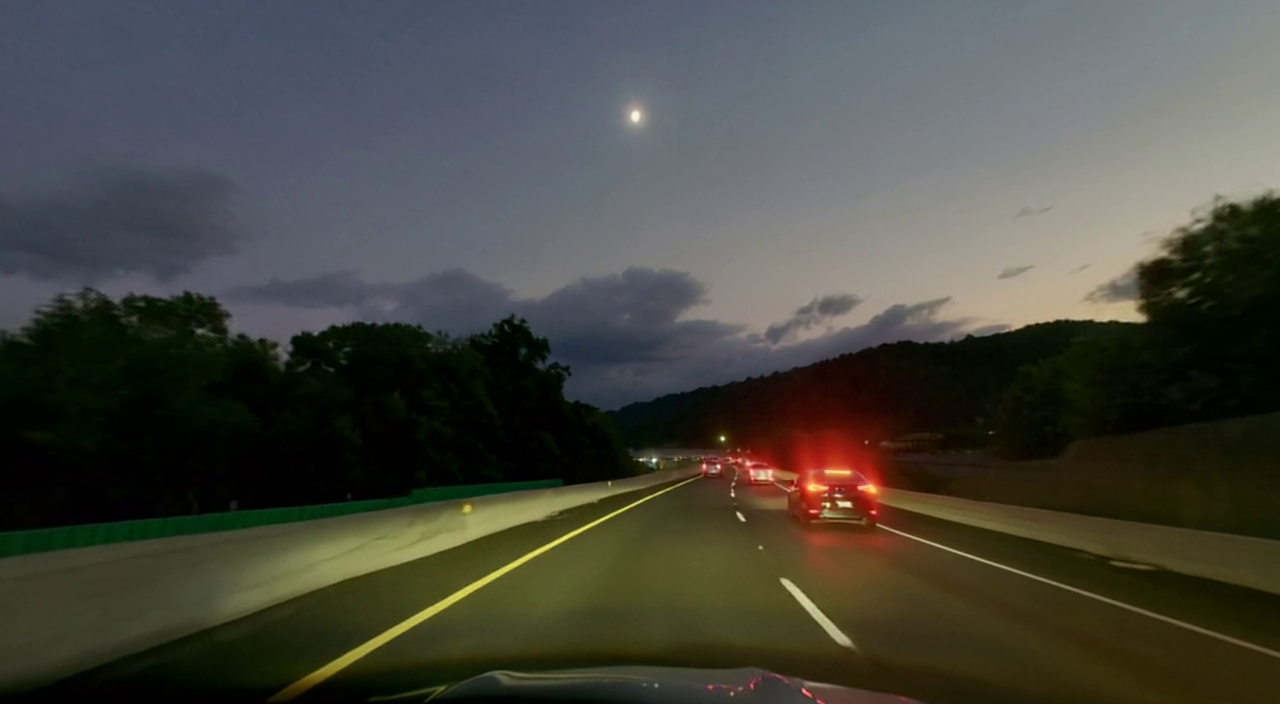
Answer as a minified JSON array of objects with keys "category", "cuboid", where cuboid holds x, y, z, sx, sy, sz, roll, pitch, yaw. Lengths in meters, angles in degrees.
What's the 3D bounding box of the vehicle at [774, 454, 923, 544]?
[{"category":"vehicle","cuboid":[4.220,3.058,13.550,2.023,1.593,4.105,0,-11,4]}]
